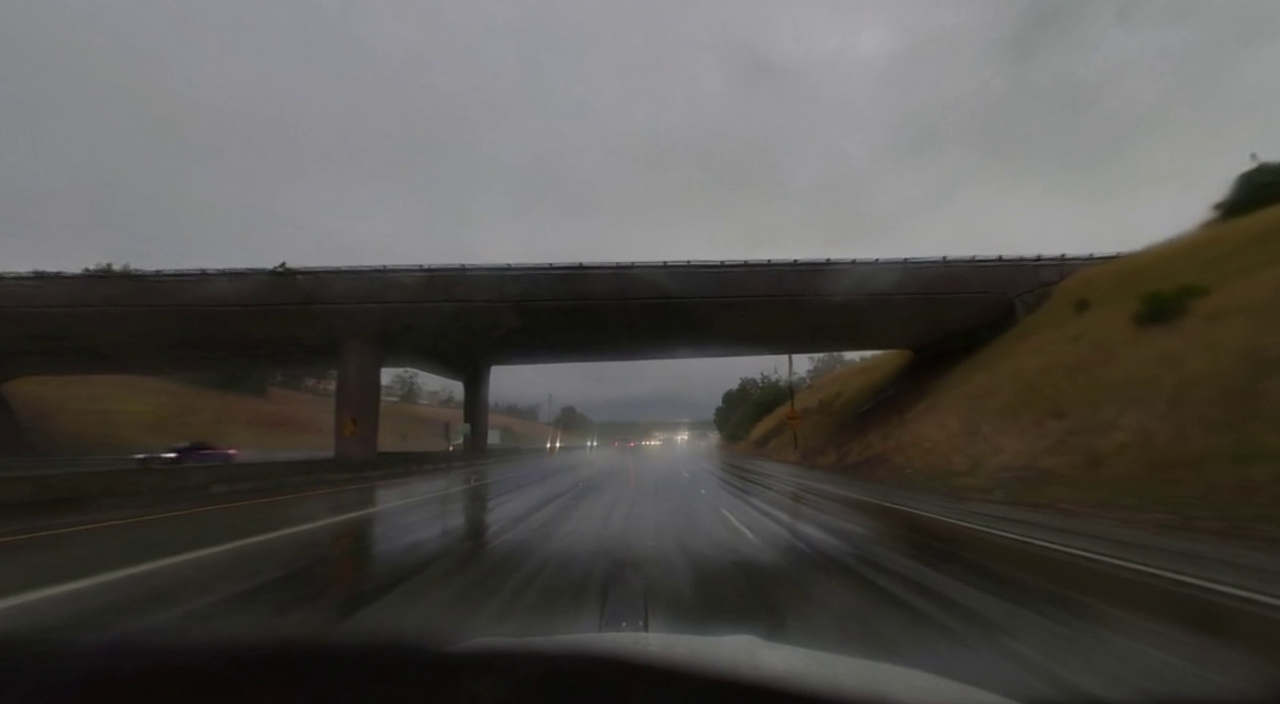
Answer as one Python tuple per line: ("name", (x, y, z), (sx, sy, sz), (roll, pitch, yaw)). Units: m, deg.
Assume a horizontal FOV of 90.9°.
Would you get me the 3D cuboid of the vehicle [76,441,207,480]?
("vehicle", (-24.607, 5.349, 31.468), (2.048, 1.763, 5.363), (-1, -9, 2))
